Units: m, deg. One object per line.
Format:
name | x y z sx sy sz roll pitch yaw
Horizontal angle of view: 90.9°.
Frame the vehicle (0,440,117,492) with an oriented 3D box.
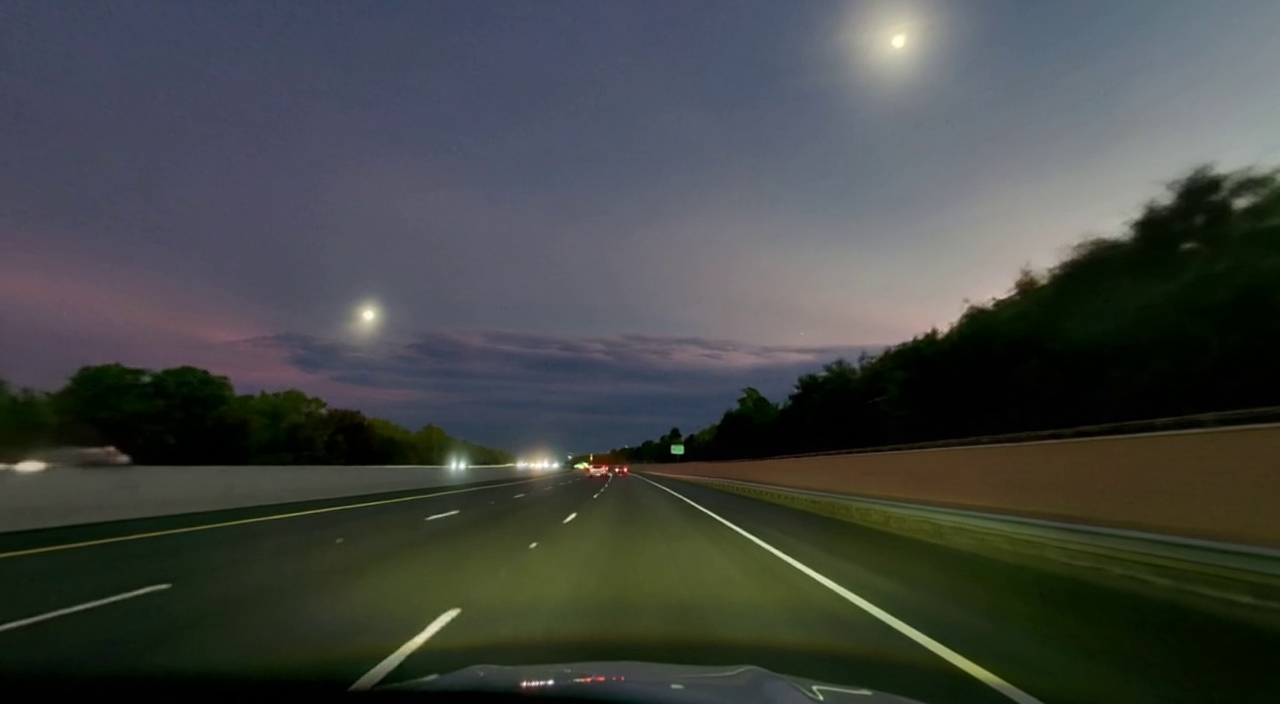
vehicle | -20.675 3.861 21.367 1.979 1.590 4.456 1 -10 -1
